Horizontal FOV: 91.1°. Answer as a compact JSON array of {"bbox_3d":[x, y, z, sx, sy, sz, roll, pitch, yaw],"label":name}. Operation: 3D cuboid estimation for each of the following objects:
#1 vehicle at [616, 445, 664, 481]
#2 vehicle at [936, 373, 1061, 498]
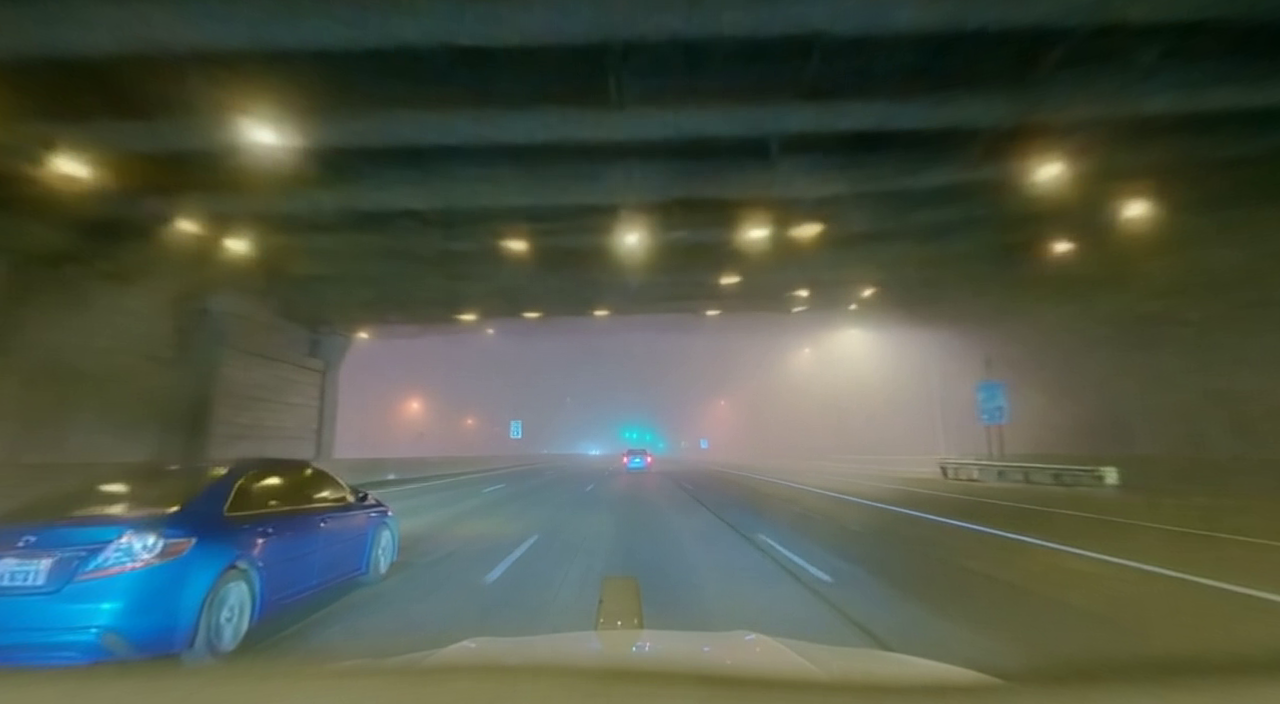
[{"bbox_3d":[-0.065,5.038,28.842,2.055,1.501,4.321,0,-9,-2],"label":"vehicle"},{"bbox_3d":[11.252,2.664,20.035,2.135,3.652,2.845,-1,-9,3],"label":"vehicle"}]
